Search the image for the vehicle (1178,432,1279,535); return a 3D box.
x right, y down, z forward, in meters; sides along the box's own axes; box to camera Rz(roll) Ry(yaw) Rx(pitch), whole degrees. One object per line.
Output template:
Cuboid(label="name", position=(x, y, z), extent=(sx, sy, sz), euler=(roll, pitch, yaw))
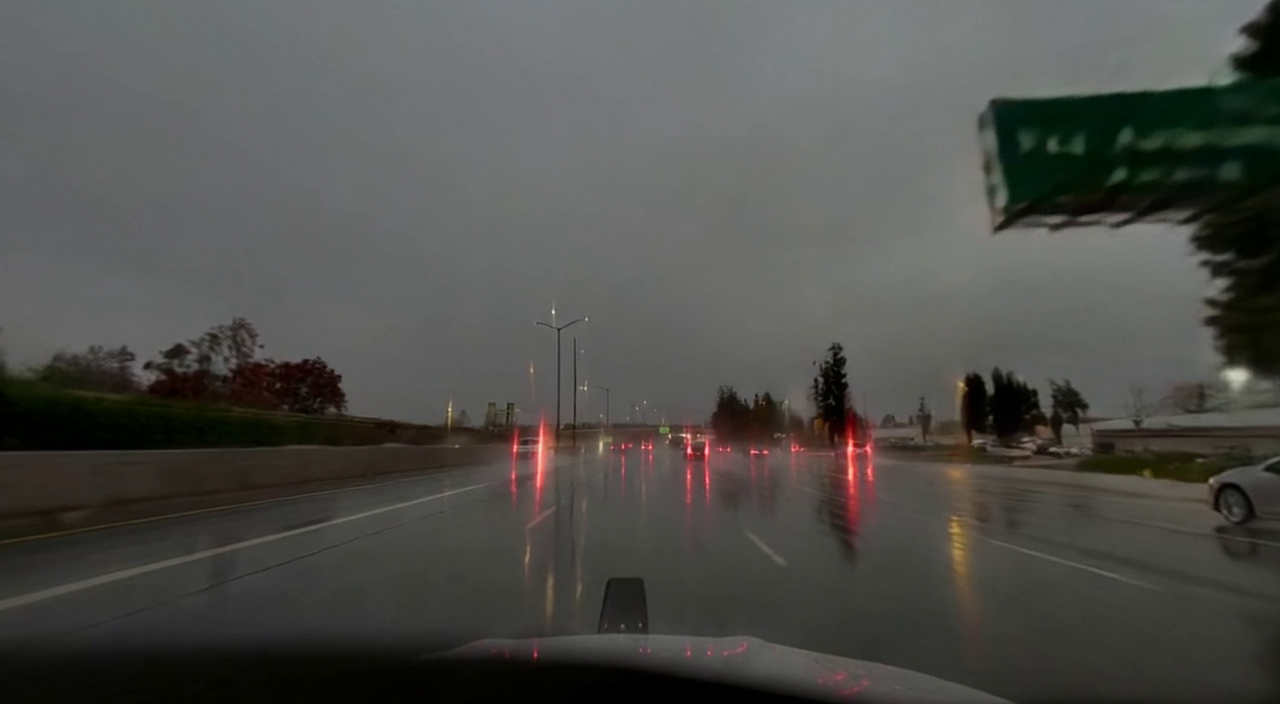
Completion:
Cuboid(label="vehicle", position=(10.182, 1.777, 8.218), extent=(1.979, 1.467, 4.839), euler=(0, -9, 0))

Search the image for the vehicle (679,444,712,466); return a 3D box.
Cuboid(label="vehicle", position=(3.787, 7.132, 43.540), extent=(1.950, 1.453, 3.378), euler=(0, -9, -1))

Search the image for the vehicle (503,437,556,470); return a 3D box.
Cuboid(label="vehicle", position=(-6.207, 5.749, 35.830), extent=(2.091, 1.746, 4.437), euler=(0, -9, 2))

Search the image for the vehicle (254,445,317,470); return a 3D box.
Cuboid(label="vehicle", position=(-21.422, 6.362, 38.122), extent=(1.689, 1.401, 3.620), euler=(0, -8, 0))
